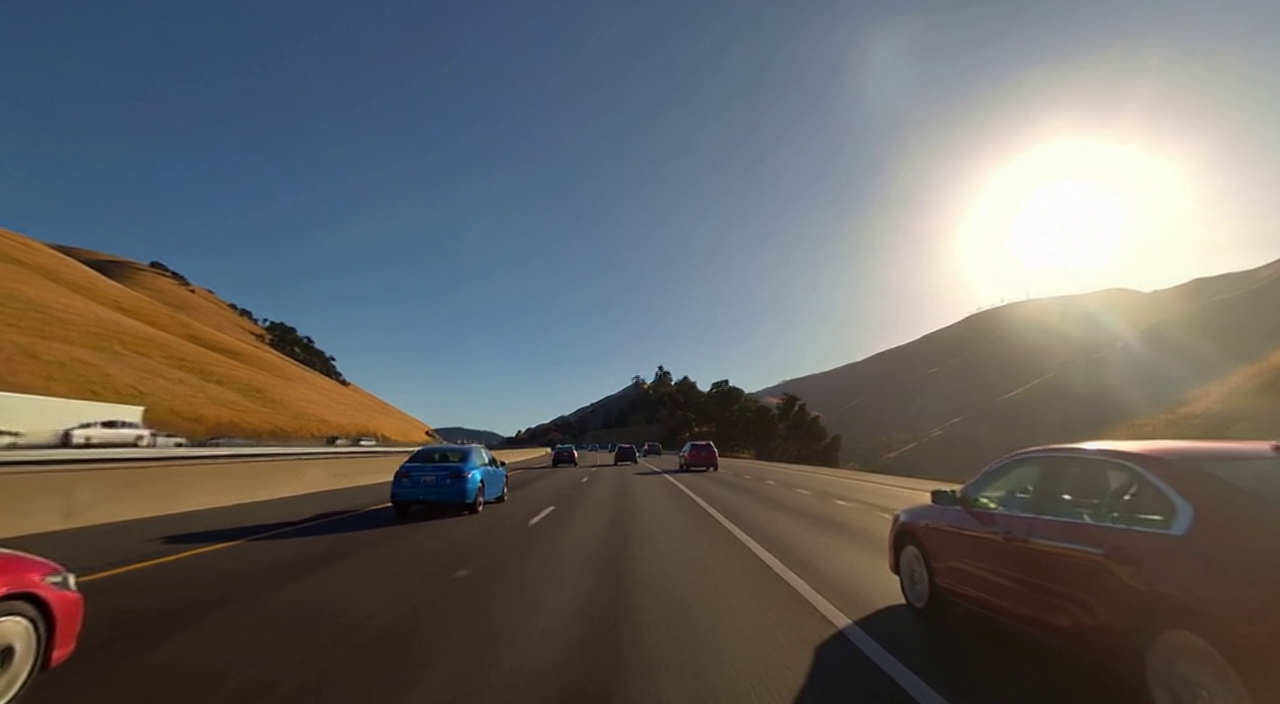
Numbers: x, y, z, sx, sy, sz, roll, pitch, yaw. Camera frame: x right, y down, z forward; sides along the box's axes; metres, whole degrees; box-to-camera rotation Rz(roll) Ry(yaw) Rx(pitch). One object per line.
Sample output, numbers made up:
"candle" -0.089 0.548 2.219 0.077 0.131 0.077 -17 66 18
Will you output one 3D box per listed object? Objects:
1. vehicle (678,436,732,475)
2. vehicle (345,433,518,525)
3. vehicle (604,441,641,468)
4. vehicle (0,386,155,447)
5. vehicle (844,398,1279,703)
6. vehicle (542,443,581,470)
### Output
"vehicle" 3.262 5.335 32.614 2.222 1.820 4.733 0 -9 -1
"vehicle" -3.915 2.448 12.714 1.993 1.500 4.248 0 -9 1
"vehicle" -1.053 6.306 38.953 2.147 1.572 4.094 0 -9 -1
"vehicle" -44.313 5.160 47.606 2.886 4.000 16.408 1 -9 -2
"vehicle" 3.170 1.213 4.023 2.136 1.511 4.706 0 -9 0
"vehicle" -4.547 6.096 36.971 1.796 1.464 3.839 0 -9 -1
